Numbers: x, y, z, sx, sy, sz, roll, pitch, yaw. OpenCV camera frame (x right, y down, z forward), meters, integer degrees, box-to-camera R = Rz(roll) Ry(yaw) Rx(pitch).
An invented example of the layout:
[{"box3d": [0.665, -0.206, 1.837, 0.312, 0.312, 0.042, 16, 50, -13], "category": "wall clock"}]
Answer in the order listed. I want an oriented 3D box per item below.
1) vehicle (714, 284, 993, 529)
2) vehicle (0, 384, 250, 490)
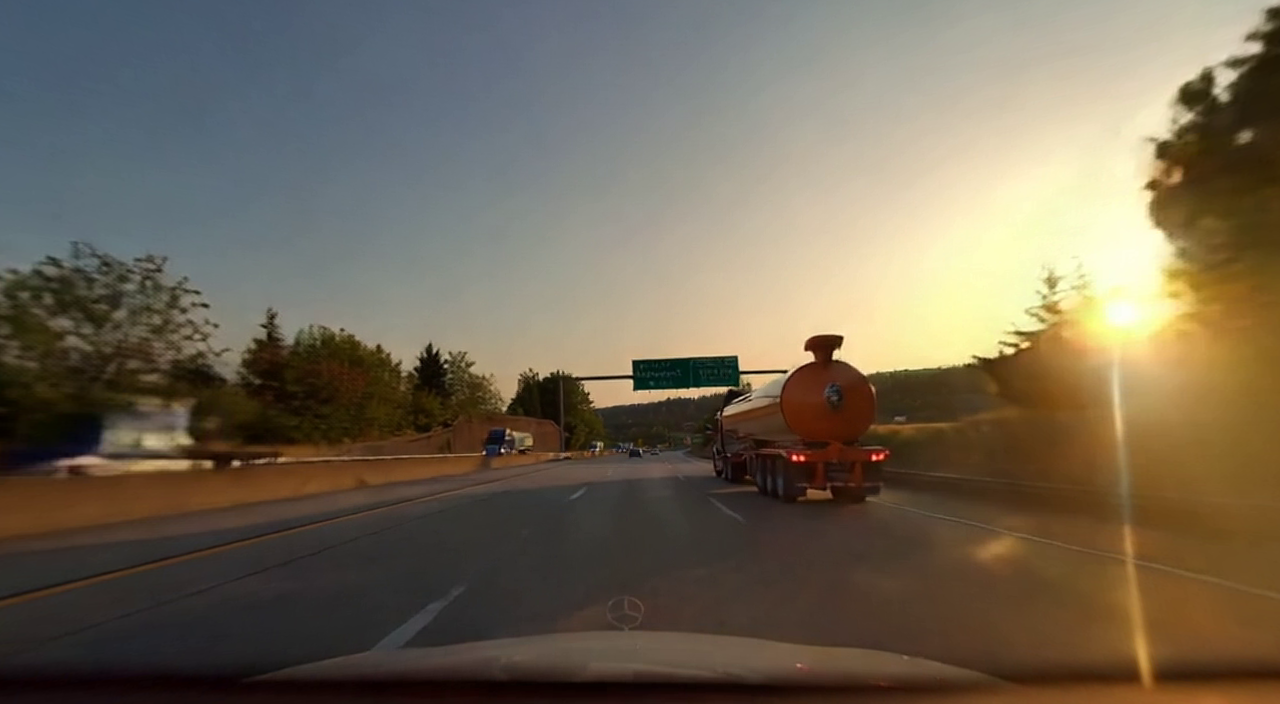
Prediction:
[{"box3d": [4.340, 1.896, 17.366, 2.784, 4.080, 13.516, -2, -9, 0], "category": "vehicle"}, {"box3d": [-19.522, 3.412, 24.729, 2.858, 3.421, 8.433, 0, -9, 1], "category": "vehicle"}]
